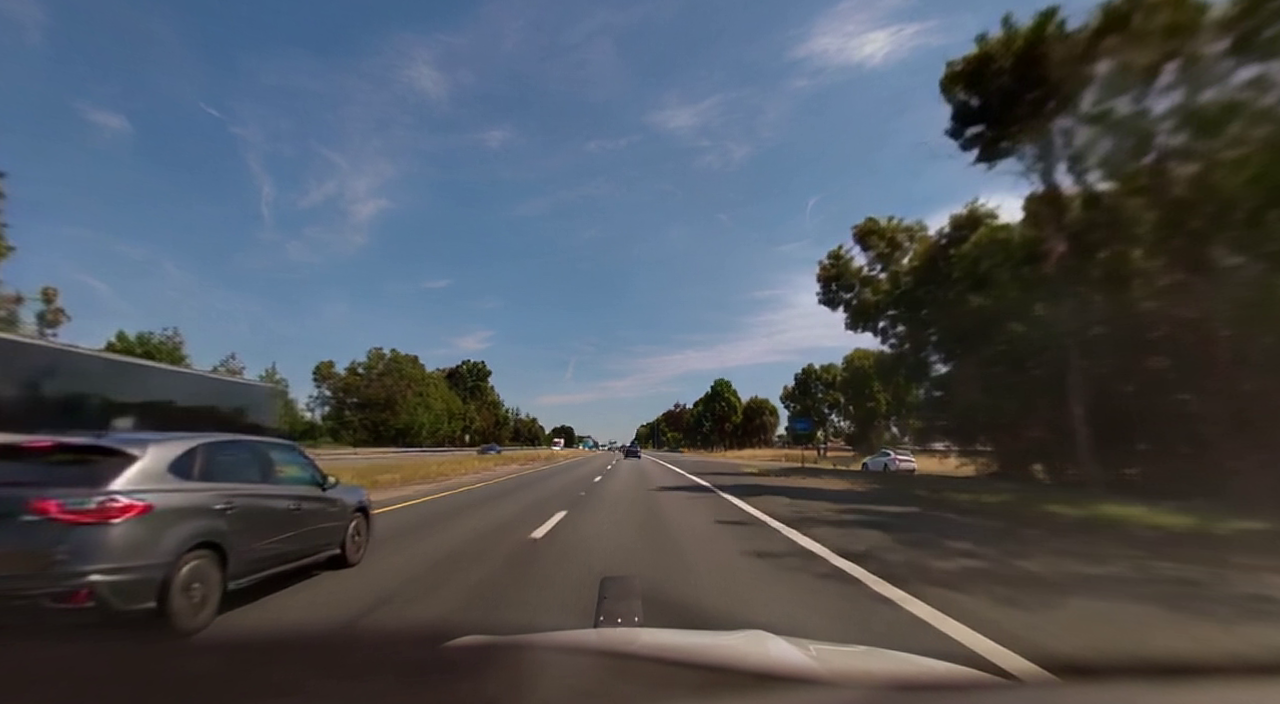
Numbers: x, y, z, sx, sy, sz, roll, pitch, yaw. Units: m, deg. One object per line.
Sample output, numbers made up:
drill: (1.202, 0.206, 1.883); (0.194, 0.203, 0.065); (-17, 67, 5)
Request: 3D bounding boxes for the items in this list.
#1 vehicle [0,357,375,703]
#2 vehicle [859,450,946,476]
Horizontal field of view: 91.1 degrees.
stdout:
vehicle: (-3.912, 1.155, 4.468); (2.111, 1.717, 4.426); (0, -9, 0)
vehicle: (16.907, 7.164, 40.710); (2.117, 1.558, 4.736); (6, -11, -35)
